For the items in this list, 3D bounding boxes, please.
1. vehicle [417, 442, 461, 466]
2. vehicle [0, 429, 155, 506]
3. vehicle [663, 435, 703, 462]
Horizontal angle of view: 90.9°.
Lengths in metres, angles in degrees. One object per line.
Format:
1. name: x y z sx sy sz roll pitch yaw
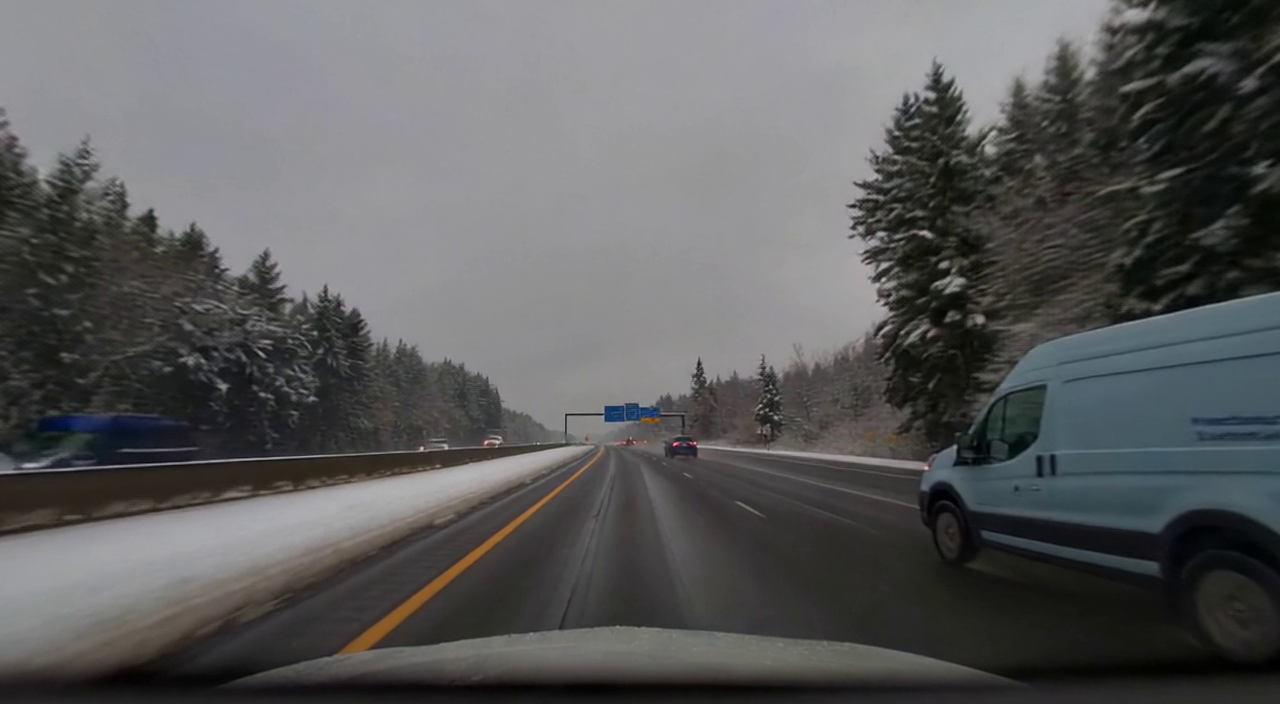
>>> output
1. vehicle: -13.795 7.006 43.453 1.820 1.509 3.968 0 -8 -2
2. vehicle: -16.686 3.289 18.459 1.982 2.008 3.697 0 -8 -2
3. vehicle: 2.567 5.860 38.526 1.958 1.526 4.227 1 -8 -3
